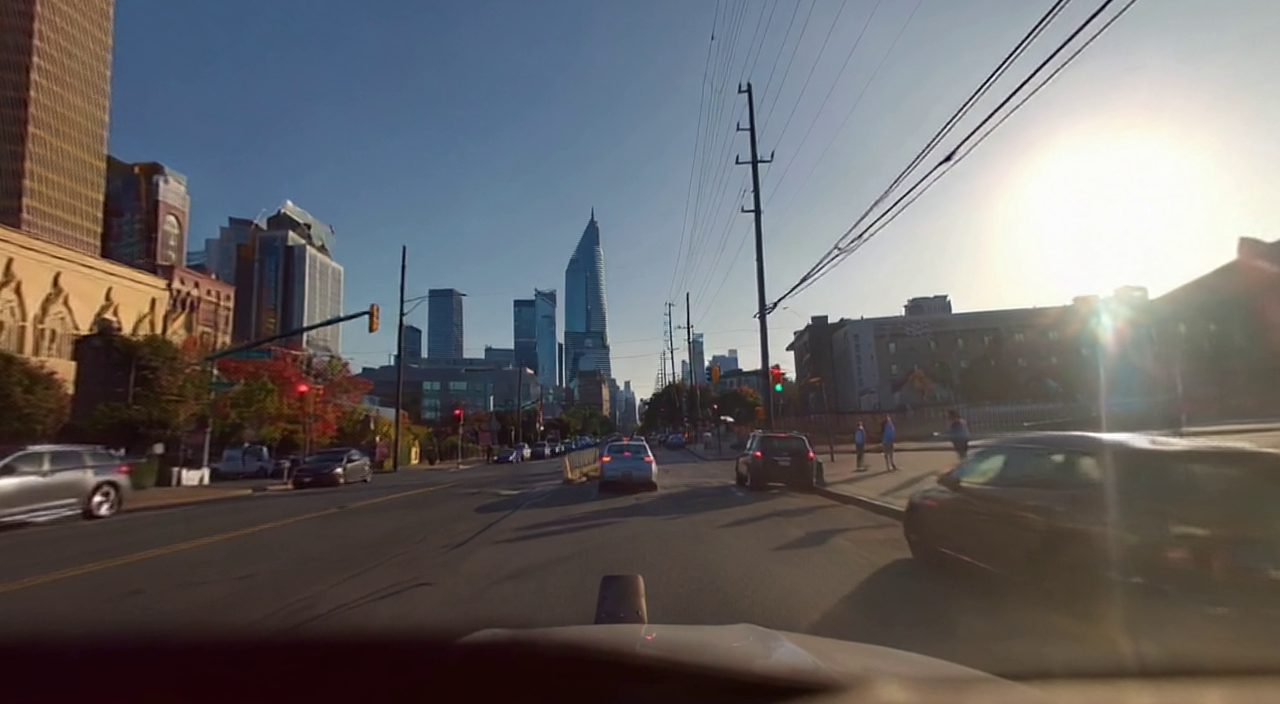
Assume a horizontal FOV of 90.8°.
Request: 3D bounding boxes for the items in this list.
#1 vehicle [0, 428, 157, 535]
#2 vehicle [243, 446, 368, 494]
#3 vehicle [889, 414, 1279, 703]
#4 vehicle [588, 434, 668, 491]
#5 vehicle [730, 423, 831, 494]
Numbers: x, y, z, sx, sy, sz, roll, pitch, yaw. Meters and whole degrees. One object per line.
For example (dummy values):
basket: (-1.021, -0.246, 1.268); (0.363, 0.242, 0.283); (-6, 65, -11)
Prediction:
vehicle: (-12.101, 2.459, 11.829); (2.071, 1.814, 5.185); (-5, -9, 0)
vehicle: (-11.999, 4.233, 23.111); (1.980, 1.502, 4.655); (-2, -9, 1)
vehicle: (3.915, 1.317, 5.302); (2.003, 1.524, 3.868); (0, -5, -1)
vehicle: (-0.321, 3.168, 18.452); (2.049, 1.453, 4.299); (0, -9, -1)
vehicle: (3.909, 3.052, 18.365); (2.015, 1.780, 4.261); (0, -9, 1)
